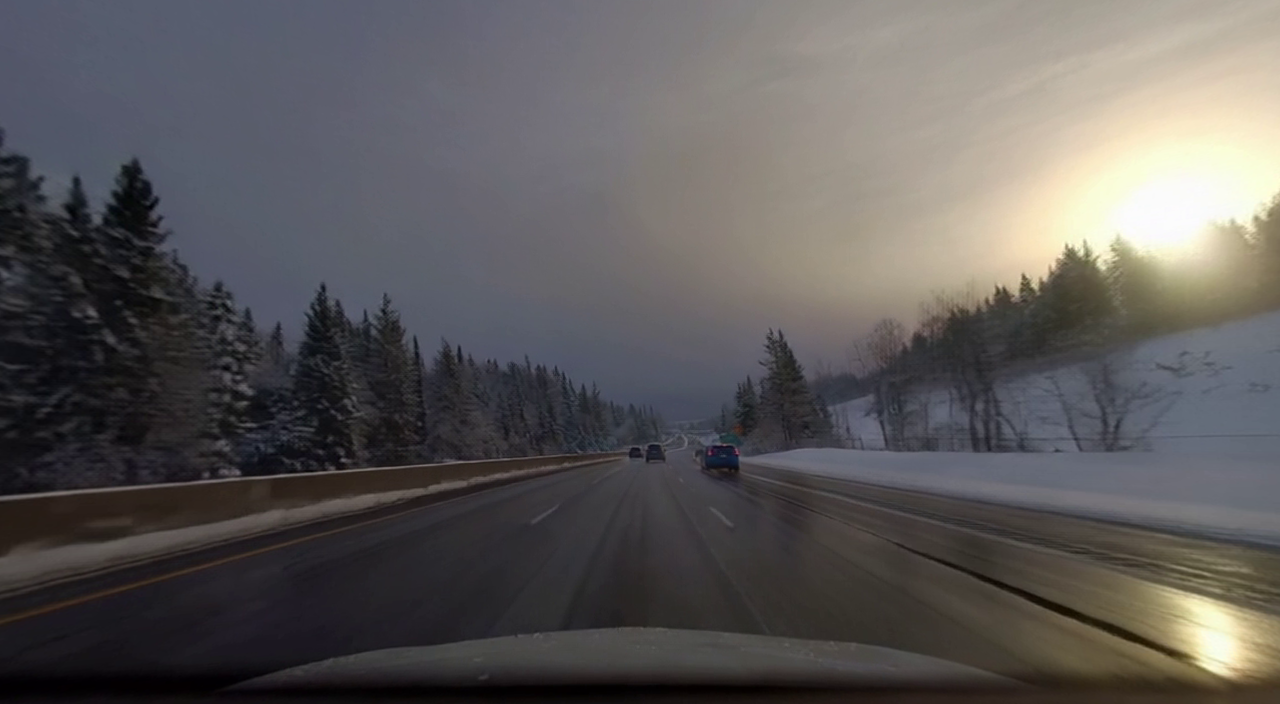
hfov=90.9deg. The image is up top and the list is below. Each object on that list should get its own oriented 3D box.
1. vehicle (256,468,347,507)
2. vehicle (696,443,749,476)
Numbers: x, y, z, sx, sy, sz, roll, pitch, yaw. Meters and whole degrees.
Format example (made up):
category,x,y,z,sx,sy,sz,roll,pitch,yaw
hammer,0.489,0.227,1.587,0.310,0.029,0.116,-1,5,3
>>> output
category,x,y,z,sx,sy,sz,roll,pitch,yaw
vehicle,-15.318,6.115,28.776,1.779,1.467,4.371,0,-9,-1
vehicle,4.133,5.460,32.253,2.175,1.574,3.943,0,-9,0
